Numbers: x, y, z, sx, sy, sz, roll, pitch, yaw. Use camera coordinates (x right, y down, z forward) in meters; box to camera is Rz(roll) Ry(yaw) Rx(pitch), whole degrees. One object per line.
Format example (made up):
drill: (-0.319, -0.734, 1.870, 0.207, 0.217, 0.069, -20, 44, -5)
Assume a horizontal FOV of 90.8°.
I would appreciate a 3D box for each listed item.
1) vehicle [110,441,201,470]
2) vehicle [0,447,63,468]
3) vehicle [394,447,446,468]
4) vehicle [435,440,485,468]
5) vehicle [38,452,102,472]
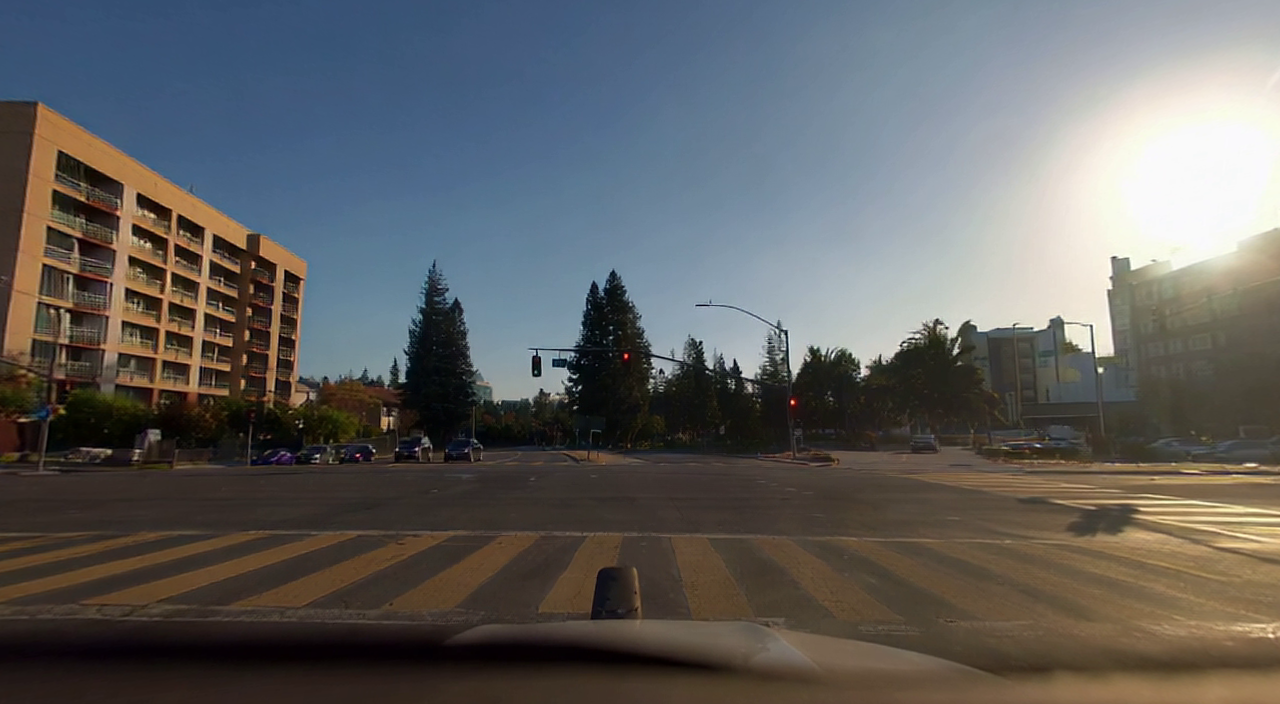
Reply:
vehicle: (-34.909, 7.425, 45.735, 2.204, 1.955, 5.518, 0, -8, 0)
vehicle: (-45.258, 7.765, 46.593, 1.858, 1.467, 3.624, 0, -8, 0)
vehicle: (-15.521, 7.445, 44.798, 2.056, 1.450, 4.343, 0, -8, 0)
vehicle: (-11.964, 6.800, 42.314, 2.080, 1.763, 4.341, 0, -8, 0)
vehicle: (-41.594, 8.015, 46.202, 1.552, 1.339, 3.340, -2, -9, 0)
